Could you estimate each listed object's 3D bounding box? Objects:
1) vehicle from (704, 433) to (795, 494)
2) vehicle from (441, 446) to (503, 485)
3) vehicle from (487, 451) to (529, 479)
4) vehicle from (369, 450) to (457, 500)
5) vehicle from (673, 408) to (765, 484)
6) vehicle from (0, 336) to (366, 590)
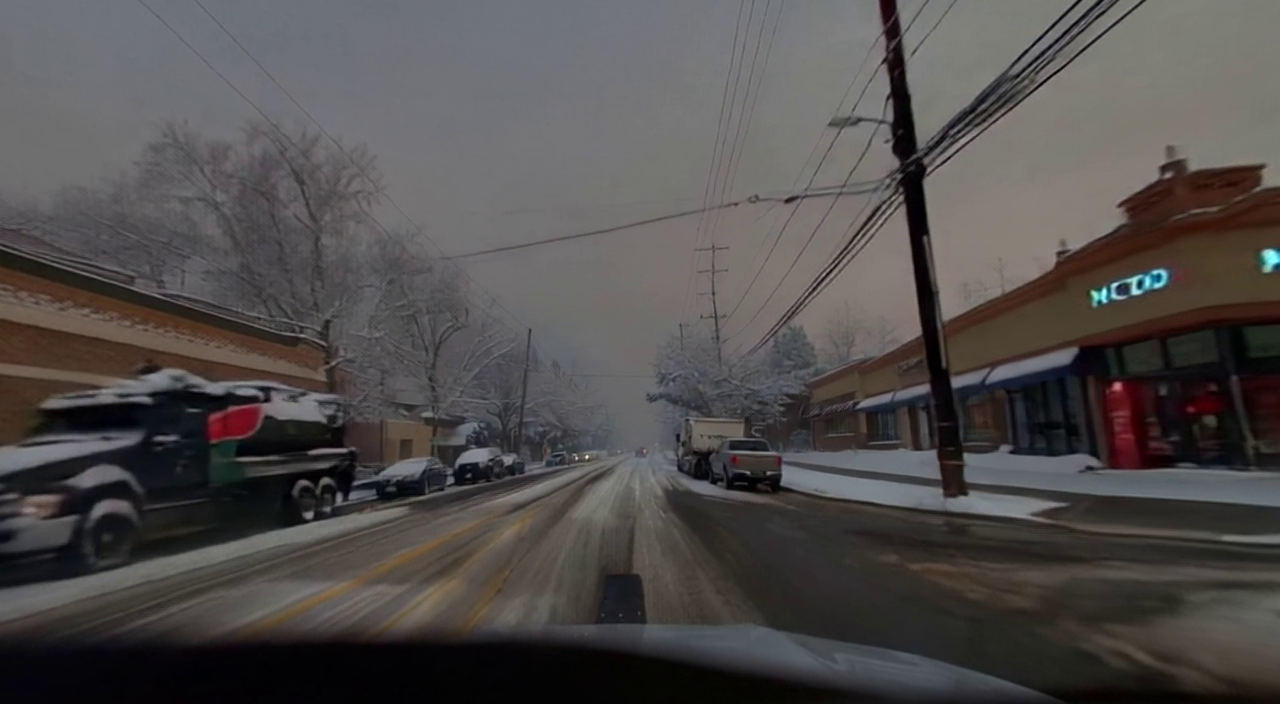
[{"bbox_3d":[3.514,3.685,21.286,2.097,1.784,4.915,0,-8,-1],"label":"vehicle"},{"bbox_3d":[-8.064,5.437,30.647,1.882,1.639,4.187,-3,-8,0],"label":"vehicle"},{"bbox_3d":[-7.997,6.862,38.520,1.678,1.468,3.706,-4,-9,0],"label":"vehicle"},{"bbox_3d":[-8.139,4.409,23.024,1.704,1.464,4.089,-3,-8,0],"label":"vehicle"},{"bbox_3d":[3.653,4.612,31.904,3.011,3.127,8.608,-3,-7,-3],"label":"vehicle"},{"bbox_3d":[-8.182,1.910,11.685,2.745,3.157,7.388,-1,-8,1],"label":"vehicle"}]
